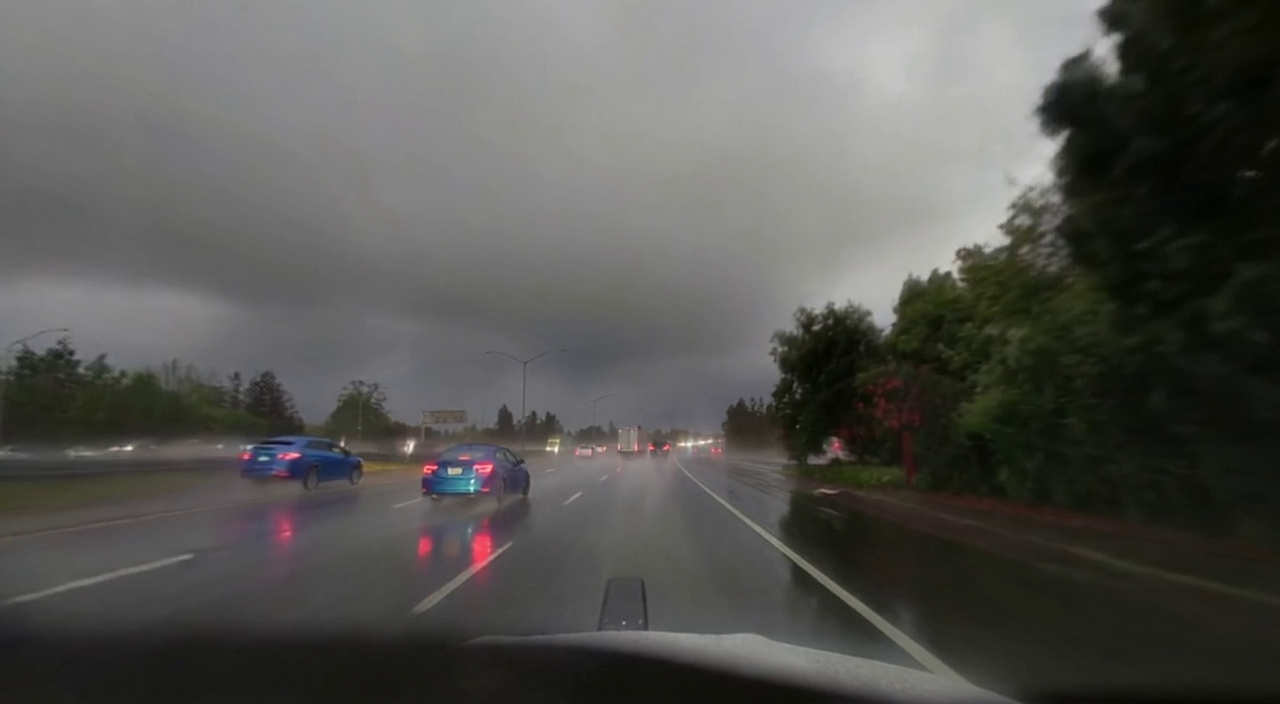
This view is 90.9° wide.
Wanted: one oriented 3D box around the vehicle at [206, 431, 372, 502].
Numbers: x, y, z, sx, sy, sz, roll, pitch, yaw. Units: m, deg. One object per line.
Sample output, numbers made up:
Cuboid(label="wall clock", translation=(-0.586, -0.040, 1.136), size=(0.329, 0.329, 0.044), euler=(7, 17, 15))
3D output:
Cuboid(label="vehicle", translation=(-10.328, 3.388, 19.175), size=(2.044, 1.810, 5.016), euler=(-1, -8, 2))

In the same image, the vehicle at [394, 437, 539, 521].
Cuboid(label="vehicle", translation=(-3.498, 2.603, 13.481), size=(1.953, 1.511, 3.704), euler=(-1, -8, 1))

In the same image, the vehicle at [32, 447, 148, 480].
Cuboid(label="vehicle", translation=(-28.222, 5.698, 32.571), size=(1.876, 1.564, 4.457), euler=(-1, -8, 1))
